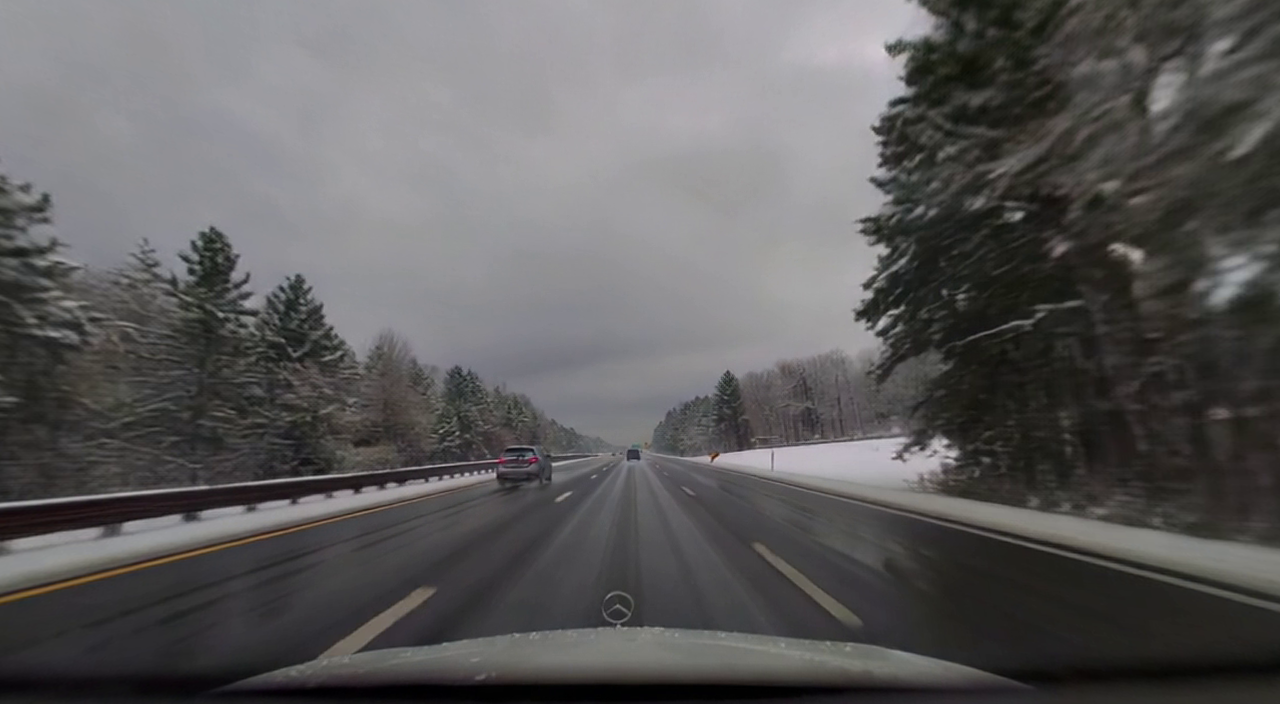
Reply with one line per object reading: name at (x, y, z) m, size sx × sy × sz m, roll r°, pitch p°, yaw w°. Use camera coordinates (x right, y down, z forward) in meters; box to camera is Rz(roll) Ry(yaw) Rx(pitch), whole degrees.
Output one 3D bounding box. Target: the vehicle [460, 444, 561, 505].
vehicle at (-3.485, 3.378, 17.745) m, size 1.970 × 1.492 × 3.944 m, roll 0°, pitch -9°, yaw 0°
